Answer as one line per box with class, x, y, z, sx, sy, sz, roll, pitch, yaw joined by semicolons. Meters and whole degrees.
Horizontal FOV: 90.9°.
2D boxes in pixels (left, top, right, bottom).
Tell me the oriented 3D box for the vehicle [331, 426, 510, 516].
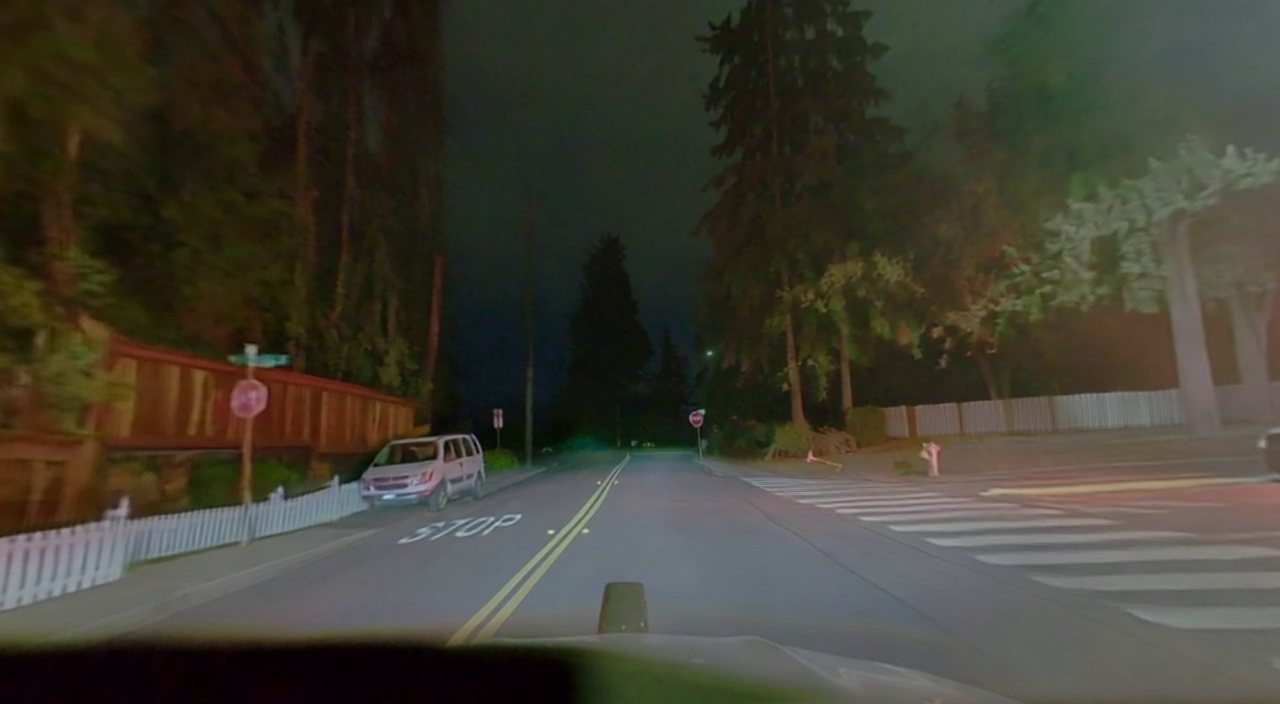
vehicle;-5.433;2.994;16.821;2.308;1.899;6.107;-2;-7;3
